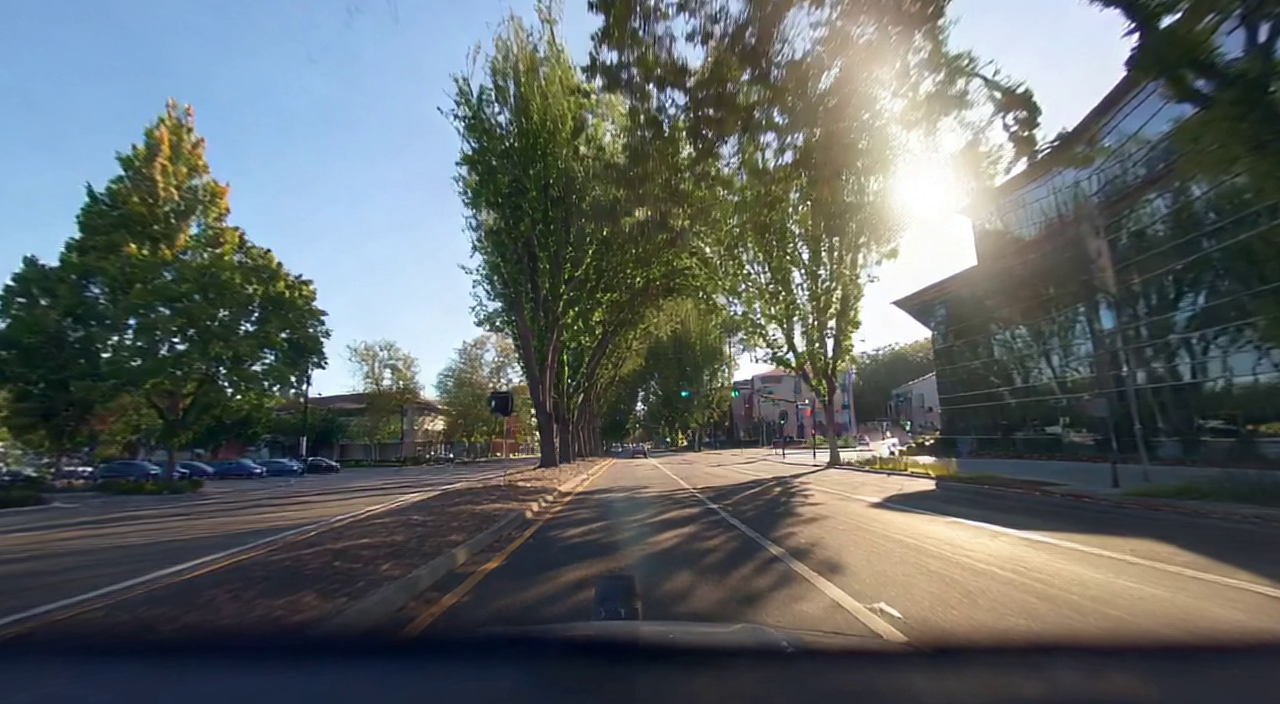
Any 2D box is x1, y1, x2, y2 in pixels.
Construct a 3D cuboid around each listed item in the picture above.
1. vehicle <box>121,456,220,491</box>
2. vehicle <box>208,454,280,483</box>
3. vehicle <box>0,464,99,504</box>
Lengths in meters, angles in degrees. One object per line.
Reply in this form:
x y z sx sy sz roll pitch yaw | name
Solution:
-25.809 6.635 34.933 1.864 1.721 4.249 -1 -9 6 | vehicle
-25.365 7.465 40.665 1.949 1.662 4.589 0 -9 -4 | vehicle
-25.920 5.512 26.479 4.351 1.478 2.035 2 -9 -15 | vehicle
